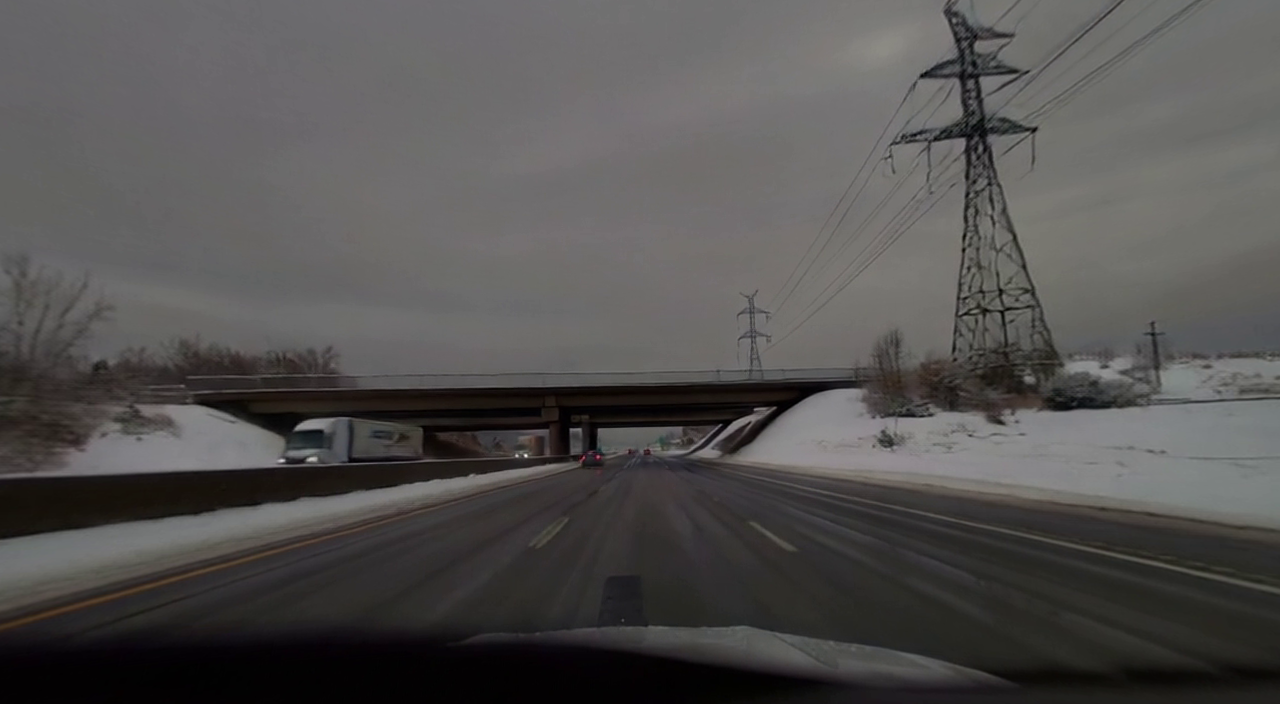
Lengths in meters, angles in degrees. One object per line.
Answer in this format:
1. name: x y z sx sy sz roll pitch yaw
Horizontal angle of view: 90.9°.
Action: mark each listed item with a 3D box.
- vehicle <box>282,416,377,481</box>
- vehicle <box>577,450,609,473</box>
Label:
1. vehicle: -19.846 6.224 40.802 2.978 3.864 6.144 0 -8 -1
2. vehicle: -3.321 7.829 45.336 1.924 1.550 4.165 0 -9 1
